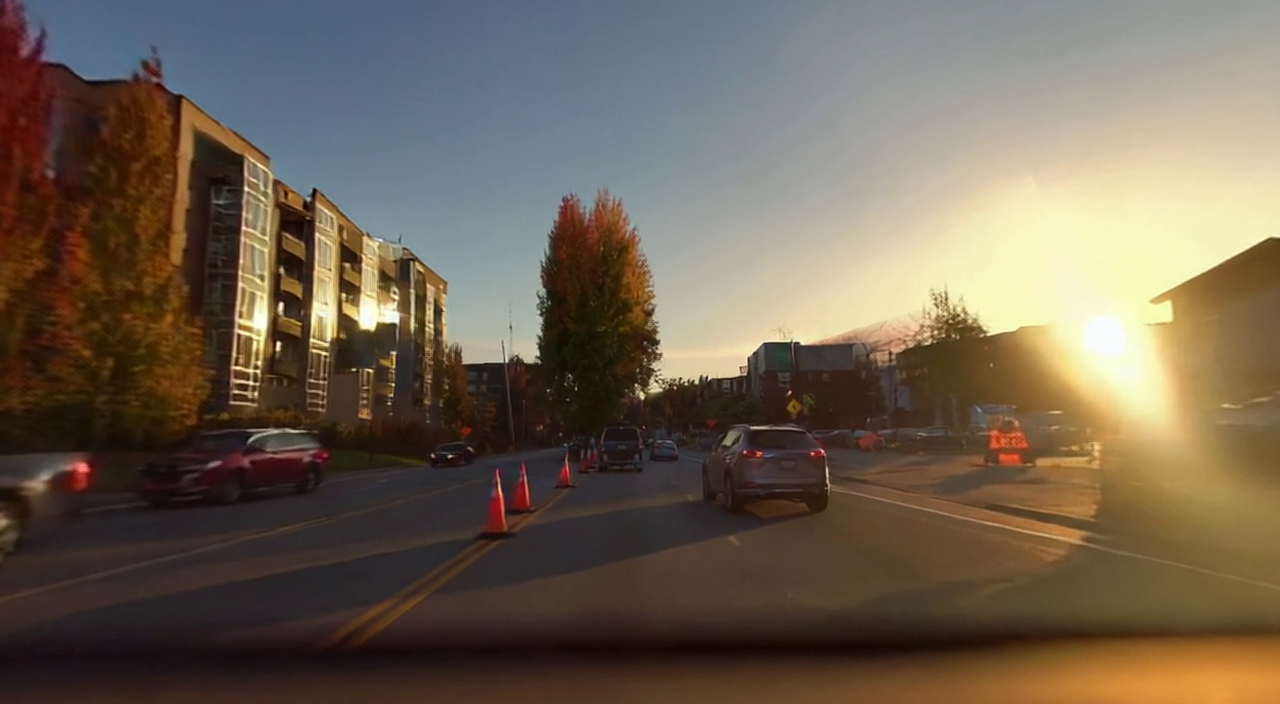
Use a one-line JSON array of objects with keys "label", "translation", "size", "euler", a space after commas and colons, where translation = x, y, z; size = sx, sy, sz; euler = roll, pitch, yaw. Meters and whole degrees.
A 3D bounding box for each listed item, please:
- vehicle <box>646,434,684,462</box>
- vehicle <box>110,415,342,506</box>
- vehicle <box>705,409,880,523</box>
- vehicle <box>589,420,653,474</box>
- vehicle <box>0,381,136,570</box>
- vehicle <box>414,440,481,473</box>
[{"label": "vehicle", "translation": [1.715, 6.832, 44.602], "size": [2.187, 1.835, 5.471], "euler": [1, -8, -3]}, {"label": "vehicle", "translation": [-10.050, 2.687, 15.932], "size": [2.192, 1.923, 4.970], "euler": [0, -9, 5]}, {"label": "vehicle", "translation": [2.768, 2.275, 13.032], "size": [2.120, 1.828, 5.531], "euler": [0, -9, -1]}, {"label": "vehicle", "translation": [-0.936, 4.570, 30.304], "size": [2.762, 2.309, 6.723], "euler": [1, -9, -2]}, {"label": "vehicle", "translation": [-7.689, 1.132, 5.256], "size": [2.296, 1.911, 5.688], "euler": [-2, -8, -1]}, {"label": "vehicle", "translation": [-9.666, 5.266, 31.885], "size": [1.997, 1.512, 4.322], "euler": [0, -9, 1]}]
